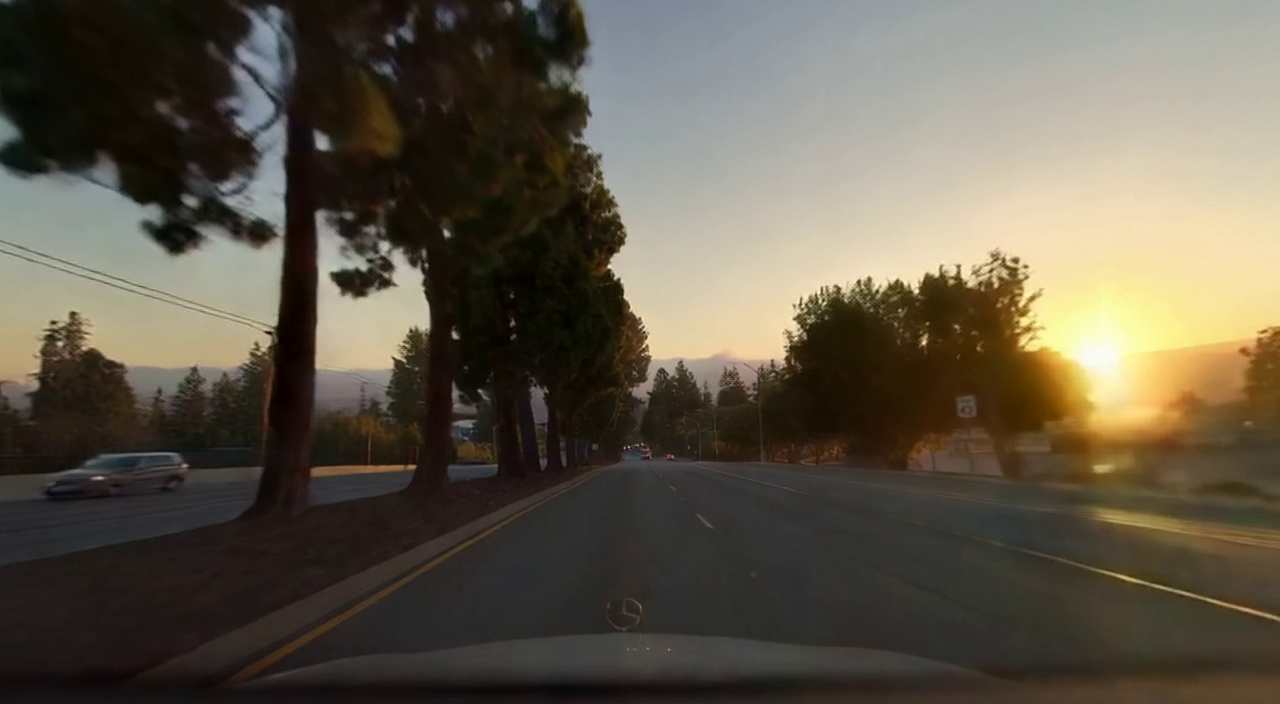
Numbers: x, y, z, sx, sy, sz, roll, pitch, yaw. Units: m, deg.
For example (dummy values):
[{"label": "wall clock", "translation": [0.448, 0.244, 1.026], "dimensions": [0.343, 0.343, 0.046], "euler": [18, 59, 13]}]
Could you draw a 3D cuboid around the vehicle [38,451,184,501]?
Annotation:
[{"label": "vehicle", "translation": [-19.380, 4.505, 23.431], "dimensions": [1.896, 1.623, 4.124], "euler": [0, -9, -2]}]
